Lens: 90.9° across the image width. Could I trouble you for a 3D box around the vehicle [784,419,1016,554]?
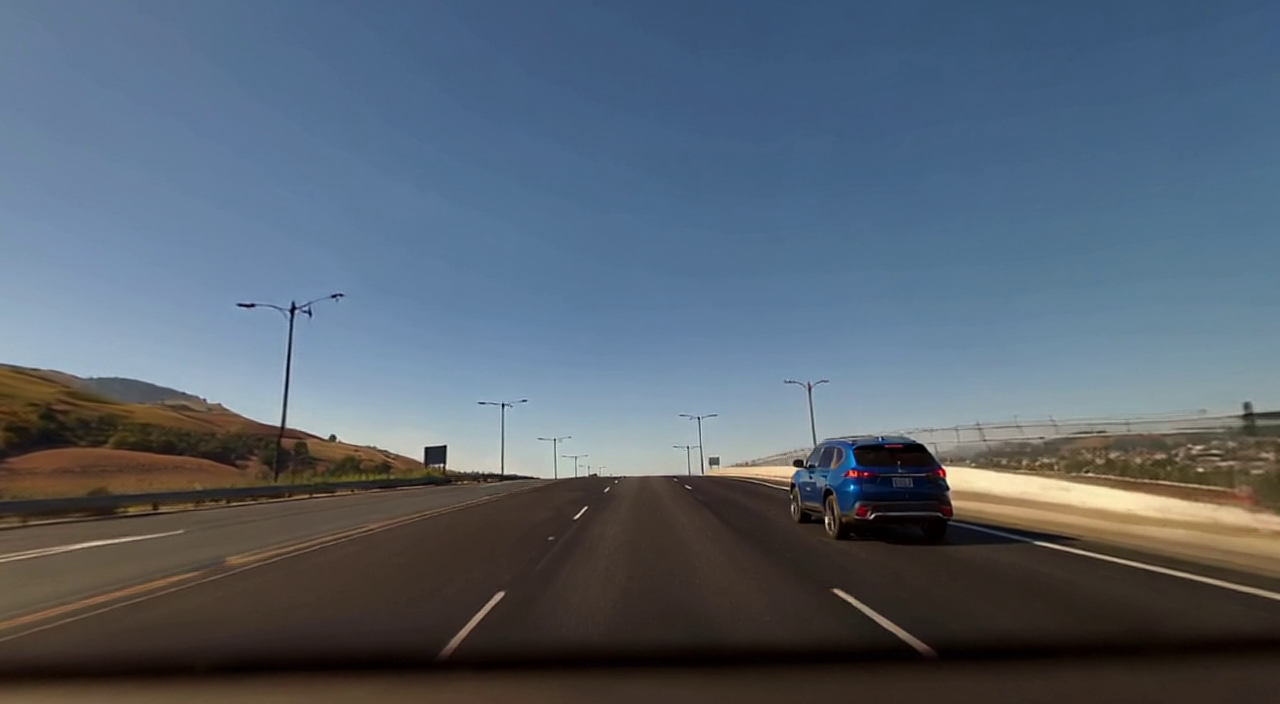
[{"bbox_3d":[3.874,2.068,10.410,1.989,1.730,4.324,0,-8,0],"label":"vehicle"}]
